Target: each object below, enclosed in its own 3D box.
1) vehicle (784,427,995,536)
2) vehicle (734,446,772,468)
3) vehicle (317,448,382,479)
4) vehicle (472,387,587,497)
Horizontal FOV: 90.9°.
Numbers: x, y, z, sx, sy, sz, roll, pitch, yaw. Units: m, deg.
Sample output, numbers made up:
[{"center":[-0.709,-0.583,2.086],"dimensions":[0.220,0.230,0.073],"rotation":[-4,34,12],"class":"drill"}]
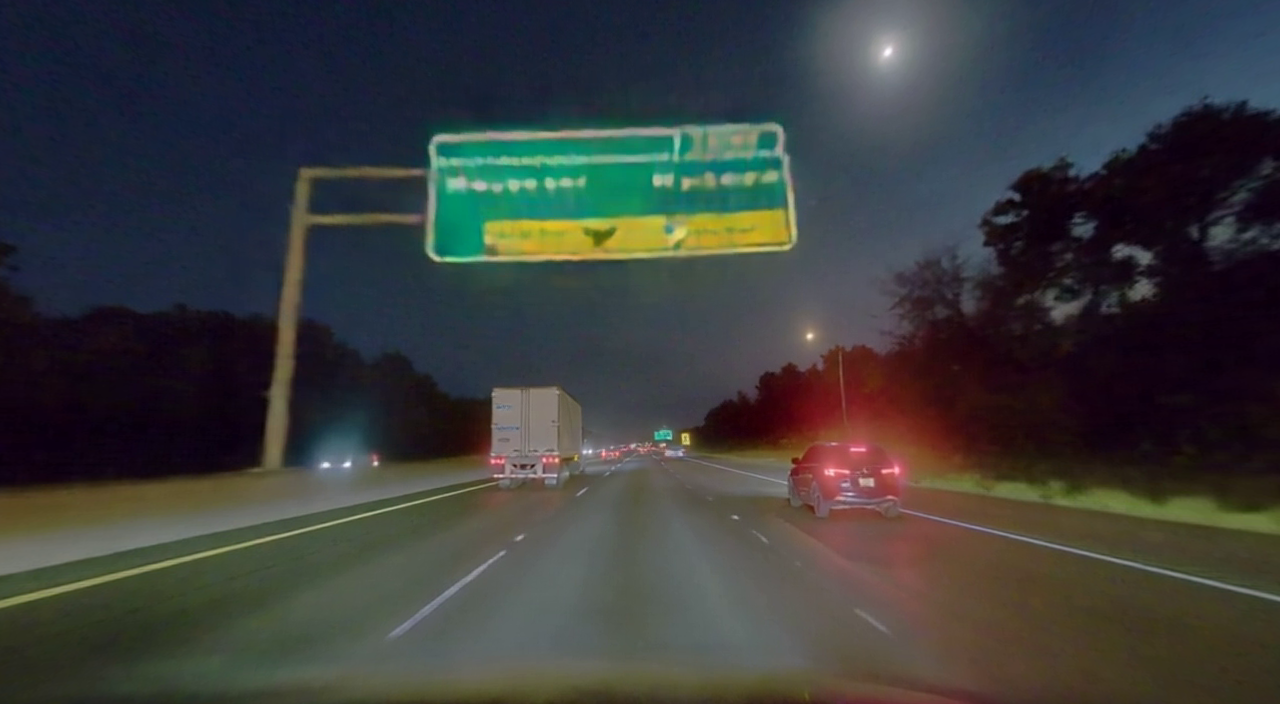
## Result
[{"center":[4.054,2.176,11.100],"dimensions":[1.983,1.545,4.038],"rotation":[0,-9,-1],"class":"vehicle"},{"center":[8.089,7.566,45.517],"dimensions":[1.876,1.475,4.185],"rotation":[0,-9,-1],"class":"vehicle"},{"center":[-18.703,7.186,40.859],"dimensions":[1.969,1.914,4.566],"rotation":[0,-9,0],"class":"vehicle"},{"center":[-3.496,3.131,21.740],"dimensions":[2.667,3.195,6.731],"rotation":[0,-9,0],"class":"vehicle"}]
